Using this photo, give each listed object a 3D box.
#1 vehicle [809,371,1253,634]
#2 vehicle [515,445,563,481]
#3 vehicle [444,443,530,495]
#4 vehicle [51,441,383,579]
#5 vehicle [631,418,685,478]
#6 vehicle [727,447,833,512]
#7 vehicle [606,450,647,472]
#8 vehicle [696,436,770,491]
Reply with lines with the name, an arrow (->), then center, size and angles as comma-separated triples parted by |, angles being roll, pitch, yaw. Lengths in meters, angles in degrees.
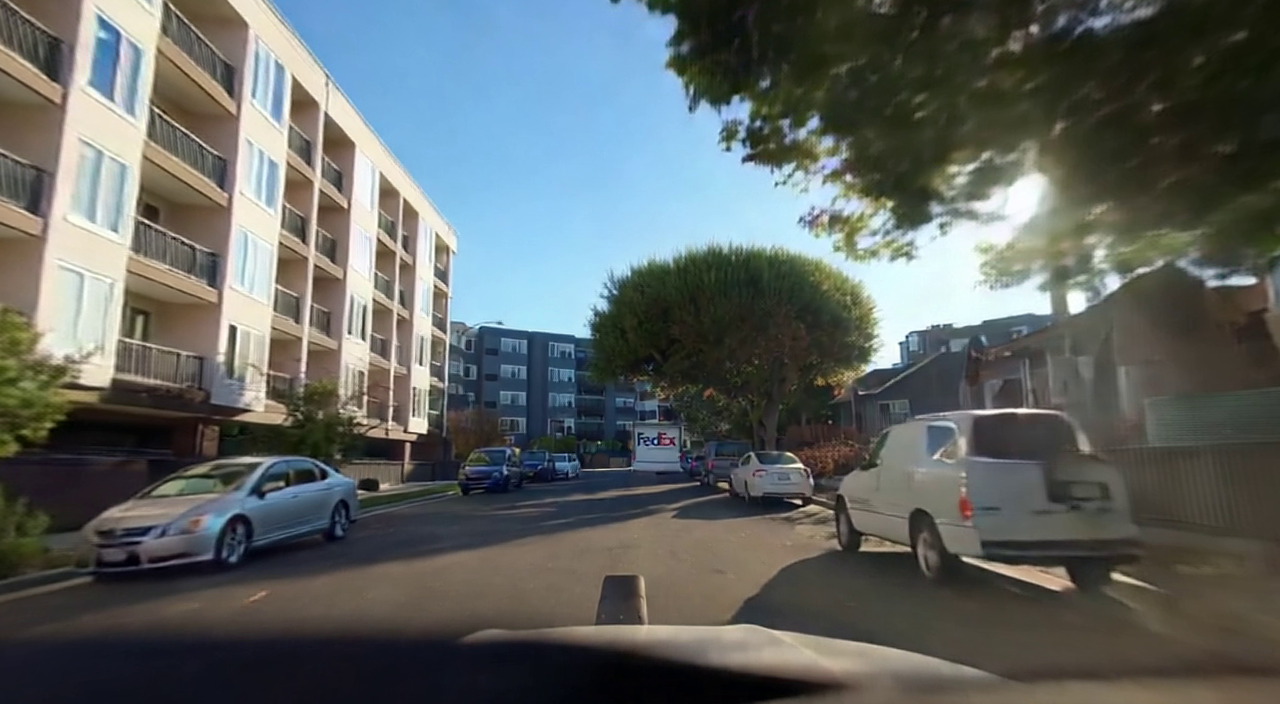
vehicle -> 3.630, 1.466, 7.053 | 2.099, 2.018, 4.087 | 0, -9, -4
vehicle -> -5.564, 6.164, 35.346 | 2.020, 1.867, 4.654 | 0, -9, -1
vehicle -> -5.694, 4.392, 24.130 | 2.089, 1.757, 4.256 | 0, -9, 2
vehicle -> -5.724, 2.131, 9.413 | 1.888, 1.546, 4.306 | 0, -9, 1
vehicle -> 0.940, 5.870, 38.822 | 2.930, 3.275, 8.180 | 0, -9, -1
vehicle -> 3.575, 3.316, 17.049 | 1.877, 1.500, 4.407 | 0, -9, 0
vehicle -> -0.943, 8.021, 46.665 | 1.981, 1.500, 3.992 | -2, -9, 14
vehicle -> 3.692, 4.543, 26.112 | 2.221, 1.991, 5.564 | 0, -9, 0
